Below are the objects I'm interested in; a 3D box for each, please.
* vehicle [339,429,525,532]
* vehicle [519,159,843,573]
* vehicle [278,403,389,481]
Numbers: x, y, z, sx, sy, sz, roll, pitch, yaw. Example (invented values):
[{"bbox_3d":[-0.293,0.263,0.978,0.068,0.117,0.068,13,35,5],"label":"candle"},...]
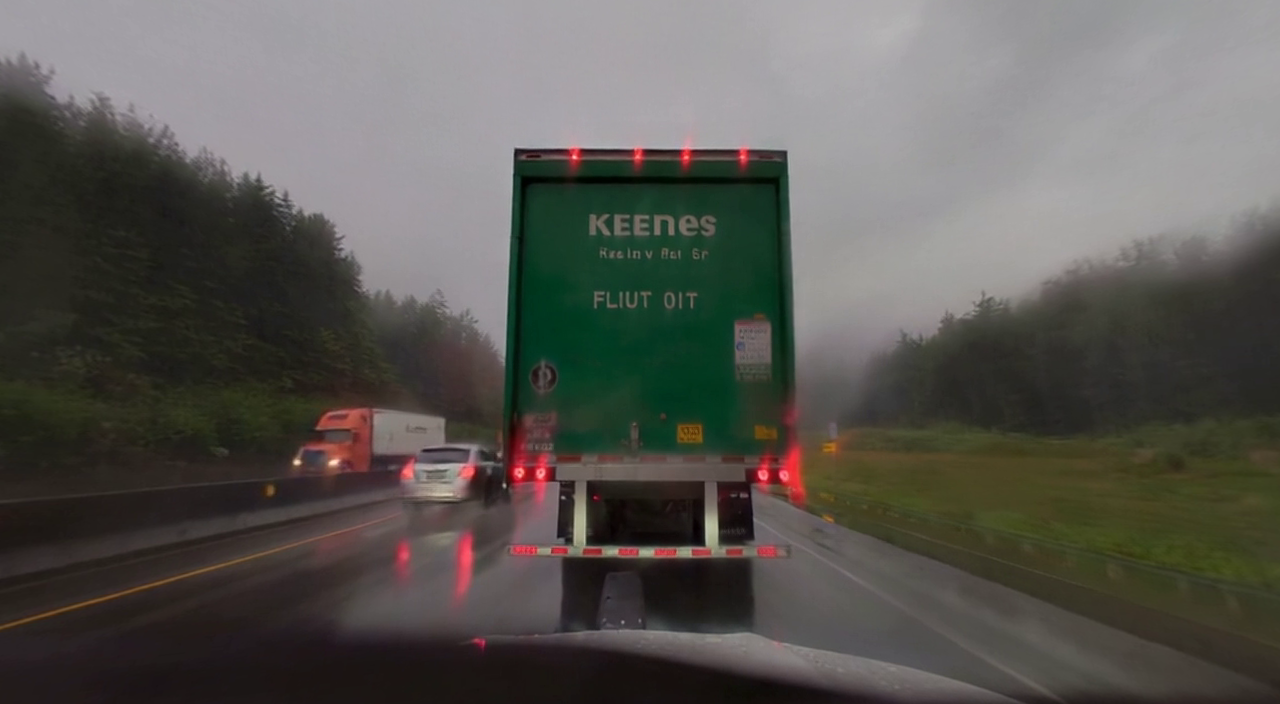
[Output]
[{"bbox_3d":[-3.694,2.373,12.152,2.095,1.600,4.247,0,-9,0],"label":"vehicle"},{"bbox_3d":[0.314,1.161,13.730,3.230,4.377,14.405,0,-9,-1],"label":"vehicle"},{"bbox_3d":[-16.848,5.055,35.243,3.034,3.940,5.969,0,-9,0],"label":"vehicle"}]
